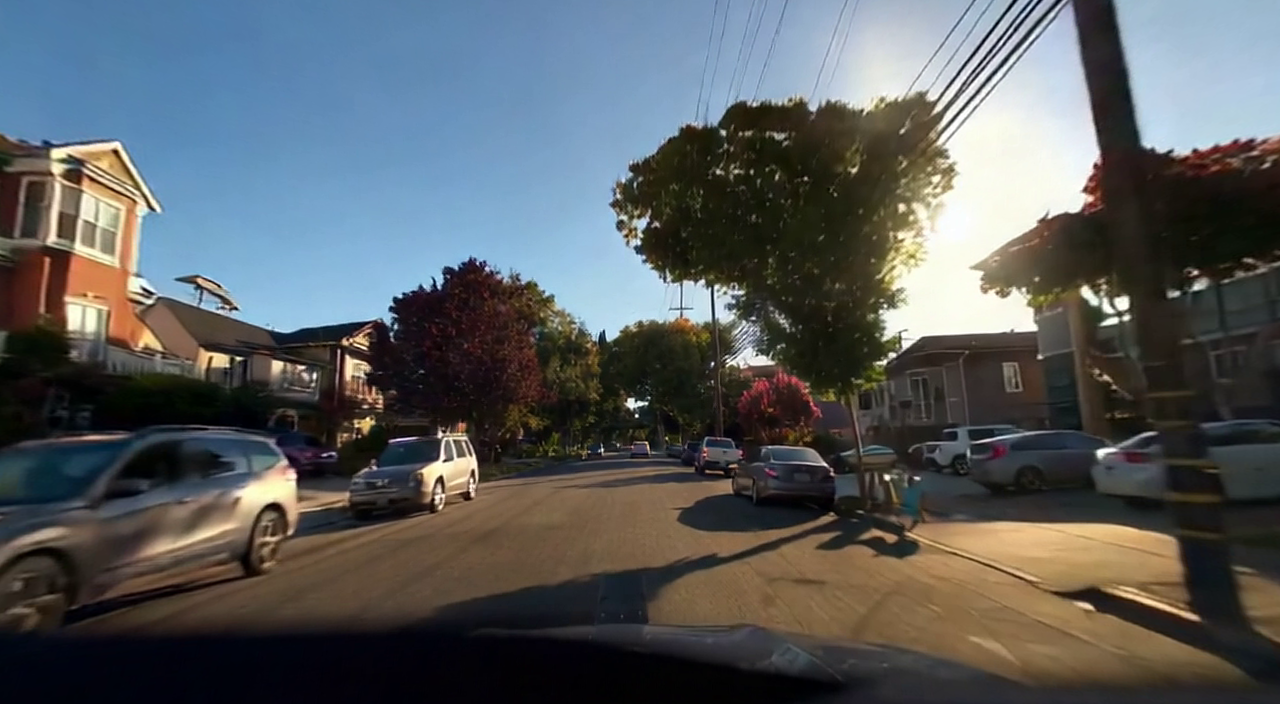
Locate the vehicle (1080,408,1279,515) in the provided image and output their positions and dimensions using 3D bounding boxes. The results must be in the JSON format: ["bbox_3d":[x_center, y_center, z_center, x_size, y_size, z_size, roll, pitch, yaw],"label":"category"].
[{"bbox_3d":[11.420,1.928,11.814,4.776,1.602,1.968,-4,-7,0],"label":"vehicle"}]

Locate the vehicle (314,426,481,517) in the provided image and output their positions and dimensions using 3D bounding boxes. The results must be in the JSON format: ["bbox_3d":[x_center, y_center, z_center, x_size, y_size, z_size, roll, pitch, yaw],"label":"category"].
[{"bbox_3d":[-5.203,2.629,14.304,2.103,1.731,4.197,0,-9,0],"label":"vehicle"}]

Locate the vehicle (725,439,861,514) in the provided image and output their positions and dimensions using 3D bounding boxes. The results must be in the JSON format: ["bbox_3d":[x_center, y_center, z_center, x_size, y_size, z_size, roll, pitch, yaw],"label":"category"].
[{"bbox_3d":[3.415,2.879,15.197,2.008,1.482,4.891,0,-8,-1],"label":"vehicle"}]

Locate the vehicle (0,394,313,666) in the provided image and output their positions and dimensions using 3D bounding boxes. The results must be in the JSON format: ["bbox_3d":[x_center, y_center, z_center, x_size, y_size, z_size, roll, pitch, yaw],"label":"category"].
[{"bbox_3d":[-5.341,1.333,5.633,2.275,1.781,4.682,0,-7,1],"label":"vehicle"}]

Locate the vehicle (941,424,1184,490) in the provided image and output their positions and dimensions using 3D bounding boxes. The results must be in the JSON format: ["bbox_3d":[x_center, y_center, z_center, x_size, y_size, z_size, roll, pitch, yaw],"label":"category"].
[{"bbox_3d":[10.743,2.700,16.391,4.739,1.576,2.086,0,-9,1],"label":"vehicle"}]

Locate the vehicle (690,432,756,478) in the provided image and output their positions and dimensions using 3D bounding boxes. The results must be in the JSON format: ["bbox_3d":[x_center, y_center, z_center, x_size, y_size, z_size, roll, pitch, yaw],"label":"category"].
[{"bbox_3d":[3.563,4.577,28.295,2.280,1.820,5.001,0,-8,0],"label":"vehicle"}]
